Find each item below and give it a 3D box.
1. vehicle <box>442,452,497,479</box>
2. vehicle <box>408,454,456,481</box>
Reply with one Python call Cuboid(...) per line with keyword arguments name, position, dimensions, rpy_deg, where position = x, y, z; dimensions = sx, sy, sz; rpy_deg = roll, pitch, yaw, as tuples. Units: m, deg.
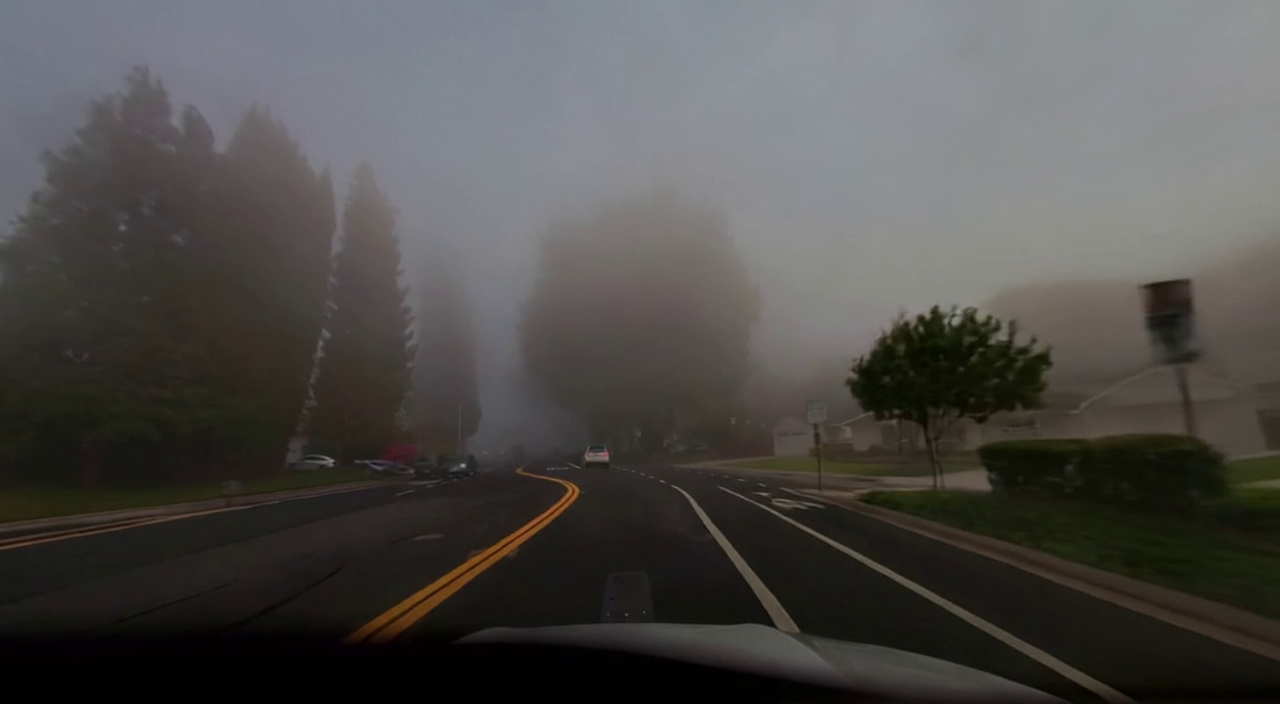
Cuboid(name="vehicle", position=(-10.509, 6.987, 39.149), dimensions=(1.979, 1.503, 4.678), rpy_deg=(-1, -8, 2))
Cuboid(name="vehicle", position=(-14.109, 7.835, 43.077), dimensions=(1.881, 1.655, 4.177), rpy_deg=(0, -8, -1))
